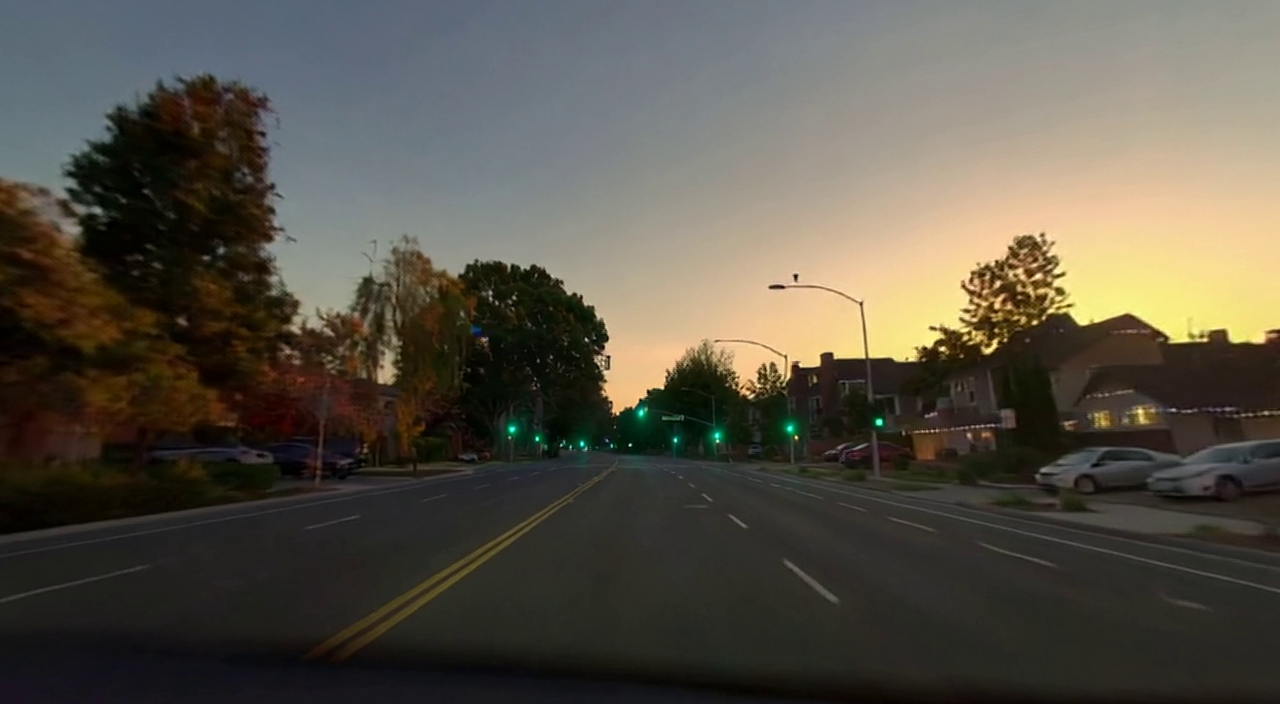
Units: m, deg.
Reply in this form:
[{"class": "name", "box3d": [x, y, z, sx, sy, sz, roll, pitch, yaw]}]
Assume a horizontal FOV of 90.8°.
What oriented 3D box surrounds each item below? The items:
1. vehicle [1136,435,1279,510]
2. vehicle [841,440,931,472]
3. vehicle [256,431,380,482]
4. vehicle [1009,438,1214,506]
[{"class": "vehicle", "box3d": [15.177, 2.889, 15.531, 4.234, 1.491, 1.940, -3, -7, 0]}, {"class": "vehicle", "box3d": [15.329, 6.508, 39.516, 4.739, 1.667, 1.998, -3, -7, 0]}, {"class": "vehicle", "box3d": [-15.653, 5.119, 31.321, 2.653, 2.232, 6.273, 0, -8, 2]}, {"class": "vehicle", "box3d": [13.950, 3.541, 18.902, 4.466, 1.578, 1.968, -4, -7, -1]}]
